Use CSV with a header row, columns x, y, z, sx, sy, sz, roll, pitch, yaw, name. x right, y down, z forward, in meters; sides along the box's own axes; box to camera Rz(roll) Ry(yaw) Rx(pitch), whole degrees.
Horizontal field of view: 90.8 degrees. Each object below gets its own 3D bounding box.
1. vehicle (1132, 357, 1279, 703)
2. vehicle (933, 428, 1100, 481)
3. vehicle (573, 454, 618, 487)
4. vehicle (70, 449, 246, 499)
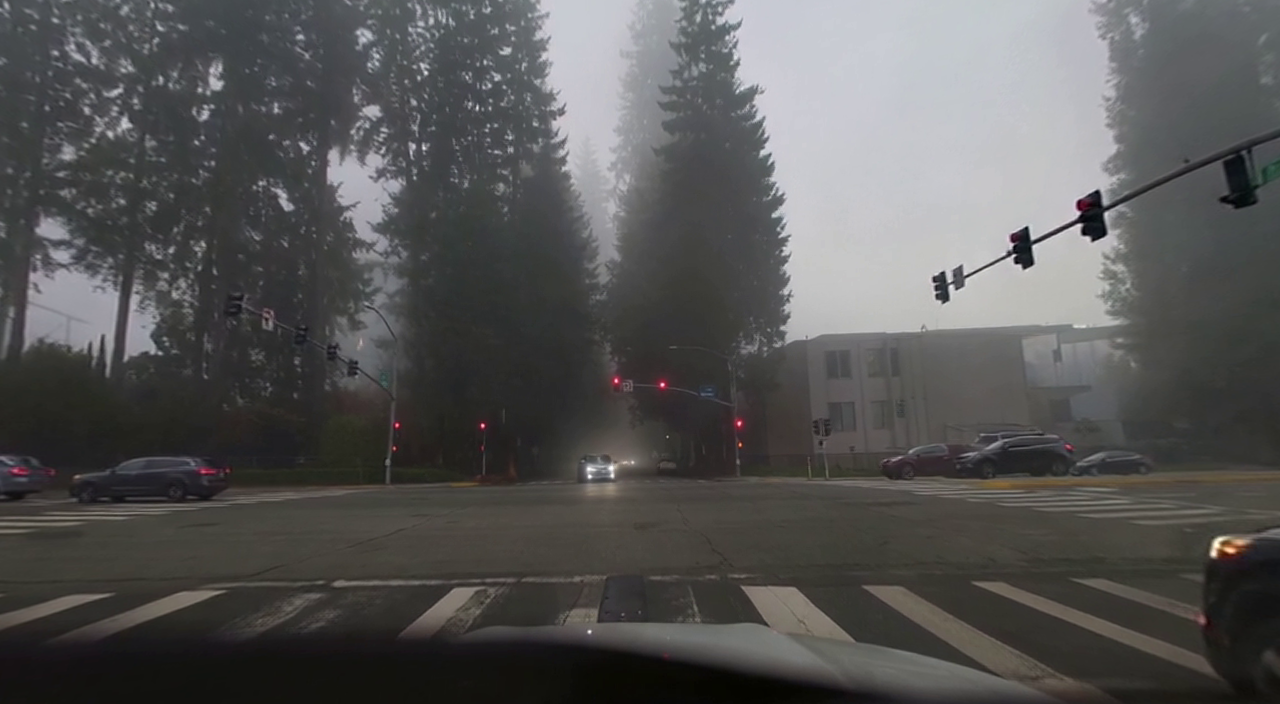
x,y,z,sx,sy,sz,roll,pitch,yaw,name
3.756,0.668,1.396,2.227,1.705,4.719,-2,-8,11,vehicle
17.651,4.844,29.925,6.109,2.348,2.683,0,-8,0,vehicle
-2.761,7.142,38.324,2.162,1.740,4.728,1,-8,-10,vehicle
-18.730,4.763,24.795,4.798,1.763,2.536,0,-10,0,vehicle
